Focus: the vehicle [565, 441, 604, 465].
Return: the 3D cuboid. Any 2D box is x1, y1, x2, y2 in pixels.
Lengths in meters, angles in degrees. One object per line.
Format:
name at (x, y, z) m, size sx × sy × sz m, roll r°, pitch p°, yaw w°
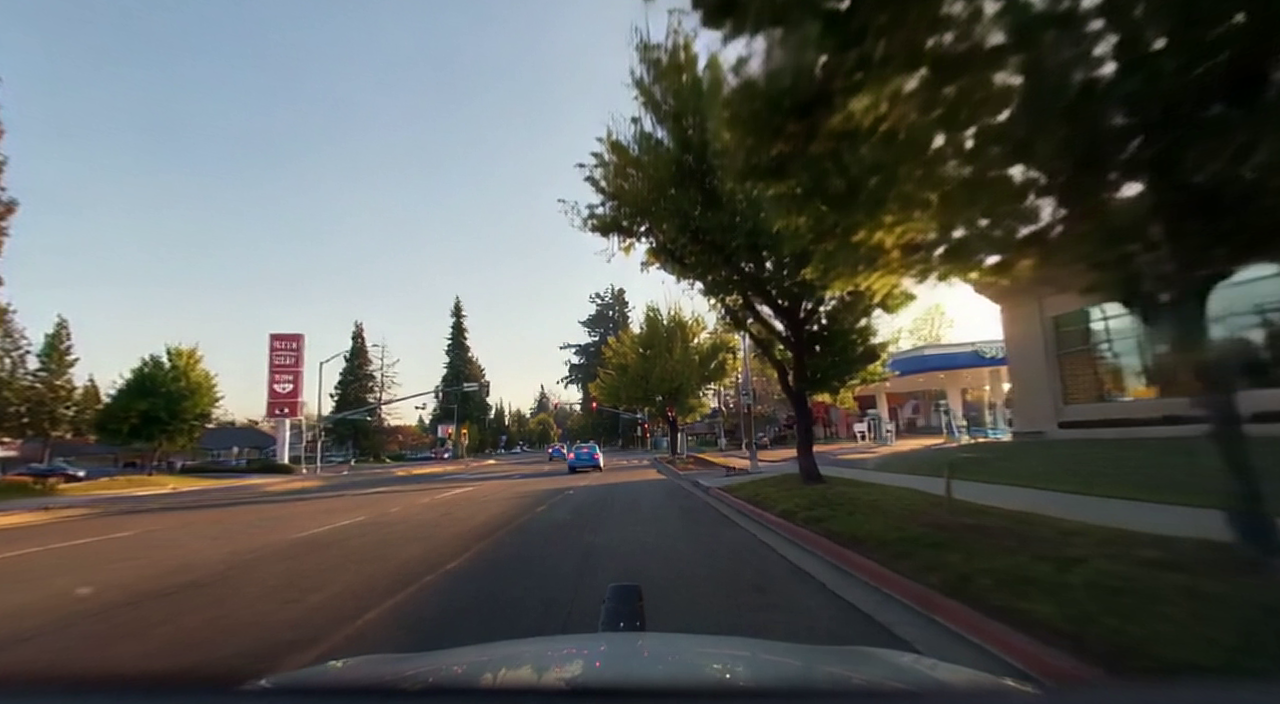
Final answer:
vehicle at (-3.609, 6.676, 41.889) m, size 2.054 × 1.449 × 4.772 m, roll 0°, pitch -8°, yaw 1°
